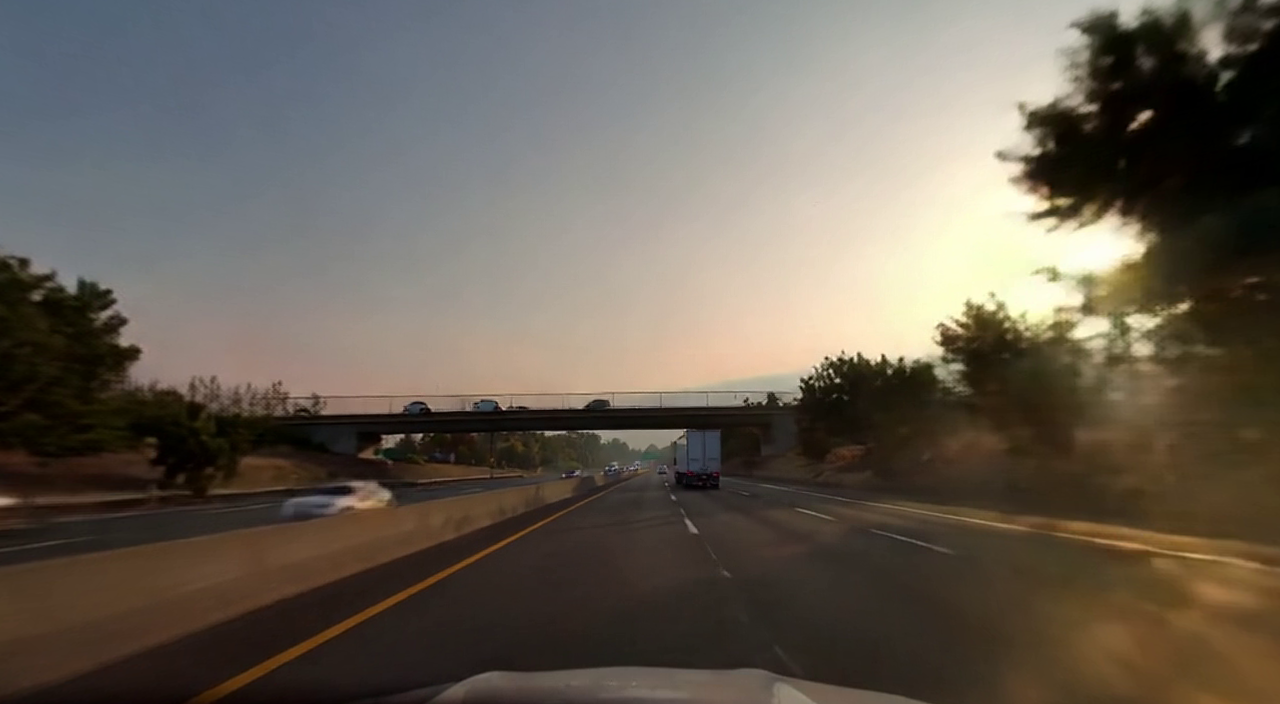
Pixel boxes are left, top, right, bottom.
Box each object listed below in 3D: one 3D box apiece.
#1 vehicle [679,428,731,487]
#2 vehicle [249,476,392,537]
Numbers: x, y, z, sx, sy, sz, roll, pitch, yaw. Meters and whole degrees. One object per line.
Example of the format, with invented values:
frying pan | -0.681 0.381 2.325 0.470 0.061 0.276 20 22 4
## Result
vehicle | 4.903 8.400 49.658 3.054 4.005 11.895 0 -10 1
vehicle | -9.167 4.435 18.573 1.883 1.455 4.271 1 -10 1
